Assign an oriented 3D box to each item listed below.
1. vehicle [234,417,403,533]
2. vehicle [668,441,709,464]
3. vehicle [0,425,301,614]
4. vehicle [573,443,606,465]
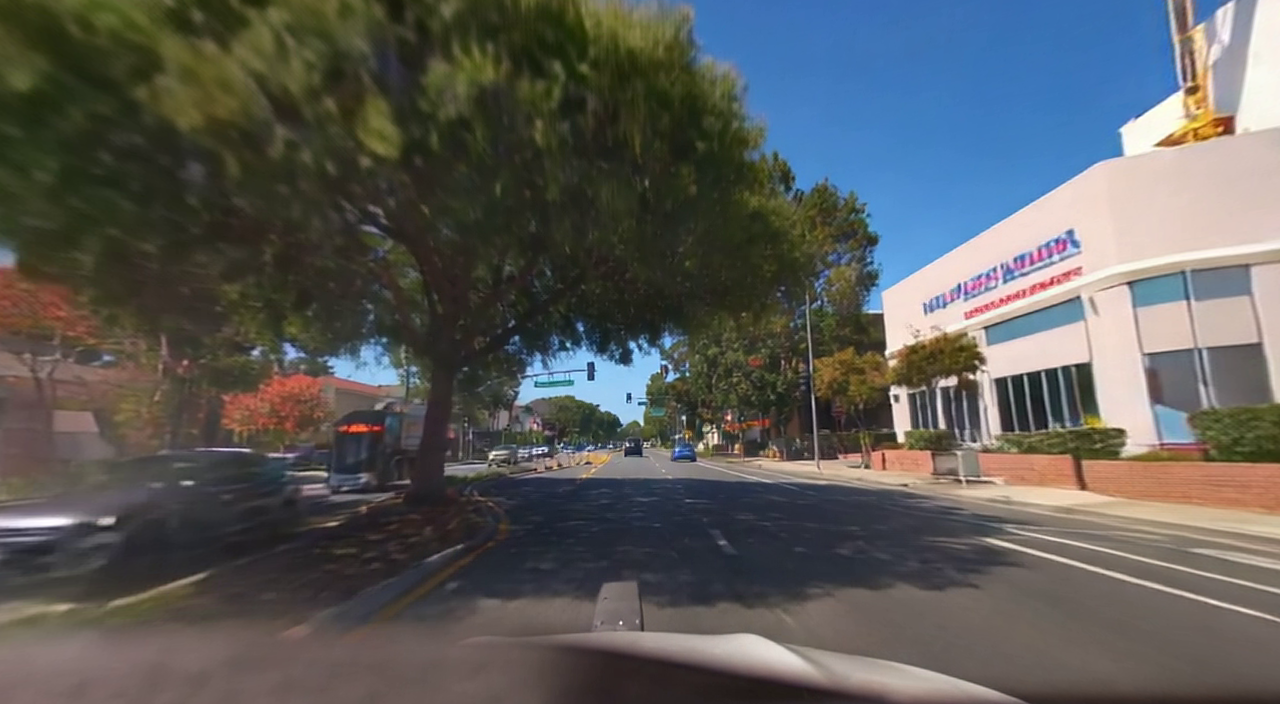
[{"bbox_3d":[-5.977,2.273,12.396,2.058,1.751,4.502,0,-8,-16],"label":"vehicle"},{"bbox_3d":[3.634,7.677,48.546,2.427,1.665,5.593,0,-8,-2],"label":"vehicle"},{"bbox_3d":[-5.875,1.656,7.227,1.901,1.498,4.359,1,-8,-5],"label":"vehicle"},{"bbox_3d":[-3.630,7.374,45.879,1.962,1.484,4.351,0,-8,1],"label":"vehicle"}]
